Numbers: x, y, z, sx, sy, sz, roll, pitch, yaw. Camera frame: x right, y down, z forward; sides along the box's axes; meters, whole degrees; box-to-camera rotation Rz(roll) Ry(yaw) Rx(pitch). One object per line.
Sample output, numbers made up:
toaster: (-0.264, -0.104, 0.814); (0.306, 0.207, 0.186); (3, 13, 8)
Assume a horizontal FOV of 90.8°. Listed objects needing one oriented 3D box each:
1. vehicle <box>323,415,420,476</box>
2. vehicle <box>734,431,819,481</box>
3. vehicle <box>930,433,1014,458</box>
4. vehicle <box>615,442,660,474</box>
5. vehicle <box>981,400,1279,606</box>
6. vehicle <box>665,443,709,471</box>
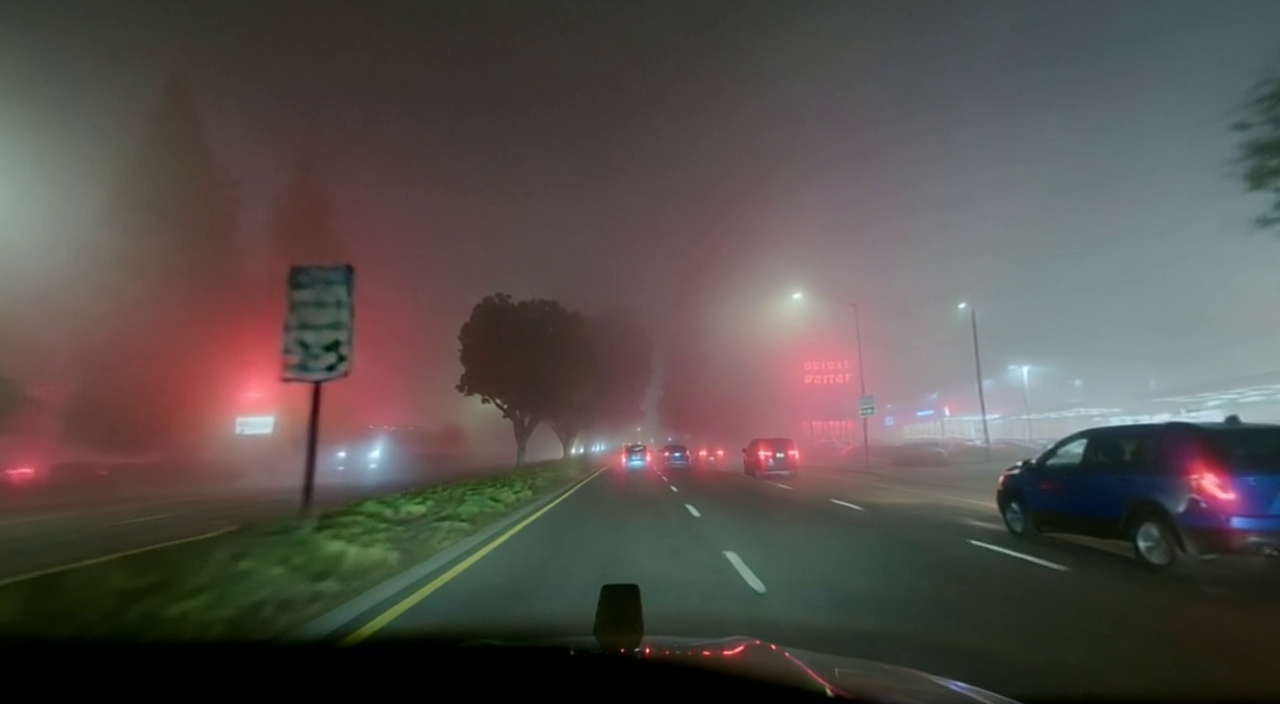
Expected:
vehicle: (-19.421, 6.855, 46.523); (2.999, 4.017, 8.806); (-1, -8, 2)
vehicle: (5.331, 4.126, 25.361); (2.140, 1.811, 4.593); (0, -8, -3)
vehicle: (20.570, 5.808, 39.238); (4.083, 1.441, 2.008); (0, -8, -1)
vehicle: (-0.152, 5.182, 31.159); (2.056, 1.440, 3.798); (0, -8, -1)
vehicle: (6.106, 1.524, 7.263); (1.949, 1.647, 4.261); (0, -8, 0)
vehicle: (2.469, 5.614, 34.044); (1.970, 1.402, 3.756); (0, -8, -2)
